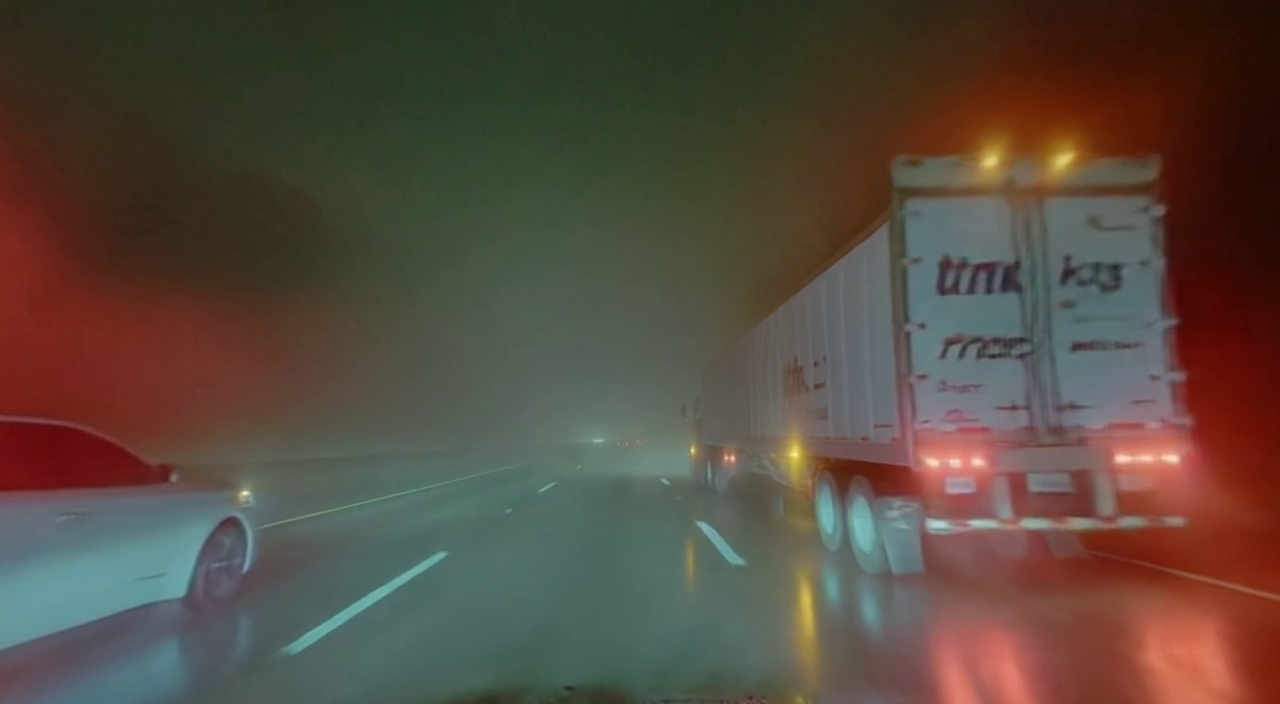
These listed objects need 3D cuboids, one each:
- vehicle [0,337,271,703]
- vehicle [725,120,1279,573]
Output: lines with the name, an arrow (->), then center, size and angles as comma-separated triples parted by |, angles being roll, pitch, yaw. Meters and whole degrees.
vehicle -> -3.599, 0.729, 2.129 | 2.063, 1.661, 4.439 | 0, -8, -1
vehicle -> 3.928, 0.724, 12.317 | 2.850, 3.894, 13.987 | 0, -7, 1
